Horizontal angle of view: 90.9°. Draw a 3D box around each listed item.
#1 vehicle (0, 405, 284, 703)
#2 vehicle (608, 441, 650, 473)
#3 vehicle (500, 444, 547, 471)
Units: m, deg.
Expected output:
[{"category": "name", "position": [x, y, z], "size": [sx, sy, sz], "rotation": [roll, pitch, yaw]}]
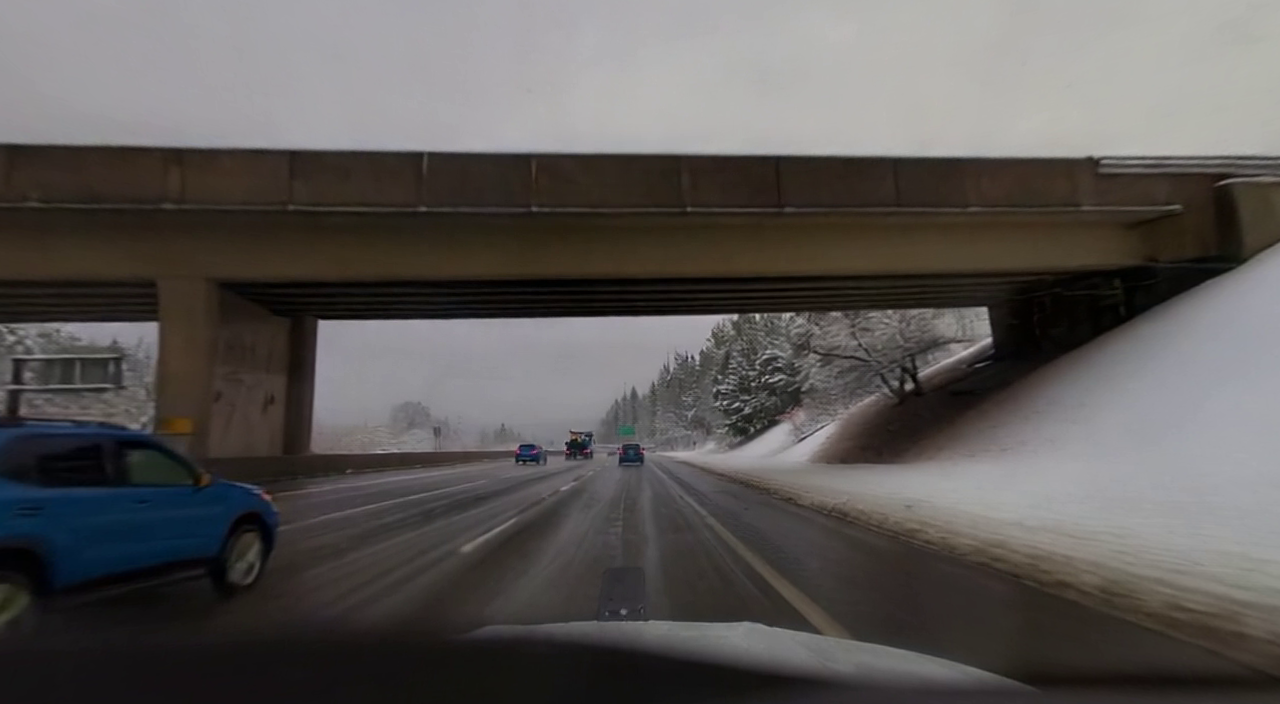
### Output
[{"category": "vehicle", "position": [-4.100, 1.010, 3.206], "size": [1.961, 1.450, 4.496], "rotation": [0, -8, 0]}, {"category": "vehicle", "position": [-0.613, 6.106, 36.858], "size": [2.336, 1.722, 4.212], "rotation": [0, -8, 0]}, {"category": "vehicle", "position": [-7.696, 7.012, 42.093], "size": [2.115, 1.644, 4.513], "rotation": [0, -8, 2]}]
